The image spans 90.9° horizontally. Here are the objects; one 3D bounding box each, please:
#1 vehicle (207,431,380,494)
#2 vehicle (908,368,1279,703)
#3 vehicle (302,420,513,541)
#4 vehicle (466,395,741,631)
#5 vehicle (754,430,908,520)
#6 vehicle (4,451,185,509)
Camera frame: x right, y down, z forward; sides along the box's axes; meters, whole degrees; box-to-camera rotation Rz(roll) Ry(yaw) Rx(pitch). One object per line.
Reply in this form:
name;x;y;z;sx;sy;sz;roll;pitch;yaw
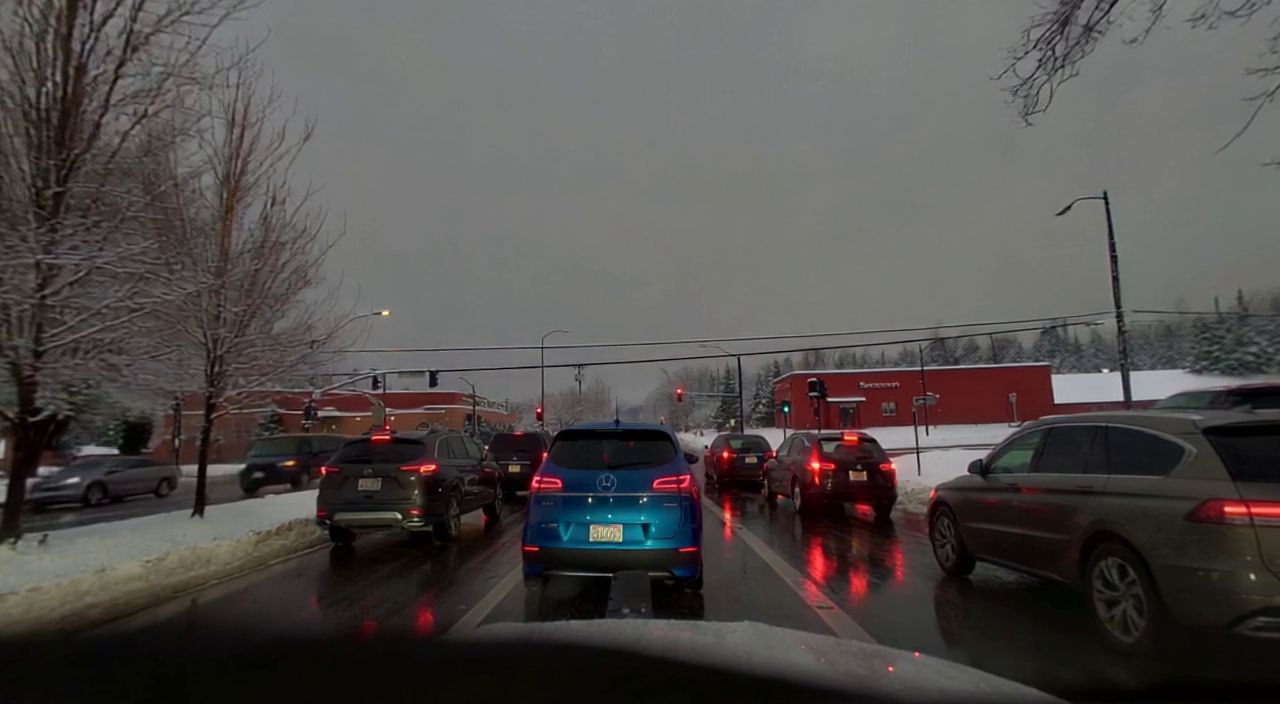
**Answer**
vehicle;-12.016;3.878;22.693;2.276;1.926;6.686;0;-8;2
vehicle;4.164;1.271;5.386;2.014;1.740;4.515;-1;-8;4
vehicle;-3.754;2.154;11.195;2.012;1.701;4.316;0;-8;1
vehicle;-0.149;1.473;6.734;2.022;1.700;4.084;0;-8;4
vehicle;3.683;2.430;12.971;1.847;1.554;3.885;0;-8;-2
vehicle;-15.768;3.670;18.560;1.774;1.468;3.863;0;-8;1
